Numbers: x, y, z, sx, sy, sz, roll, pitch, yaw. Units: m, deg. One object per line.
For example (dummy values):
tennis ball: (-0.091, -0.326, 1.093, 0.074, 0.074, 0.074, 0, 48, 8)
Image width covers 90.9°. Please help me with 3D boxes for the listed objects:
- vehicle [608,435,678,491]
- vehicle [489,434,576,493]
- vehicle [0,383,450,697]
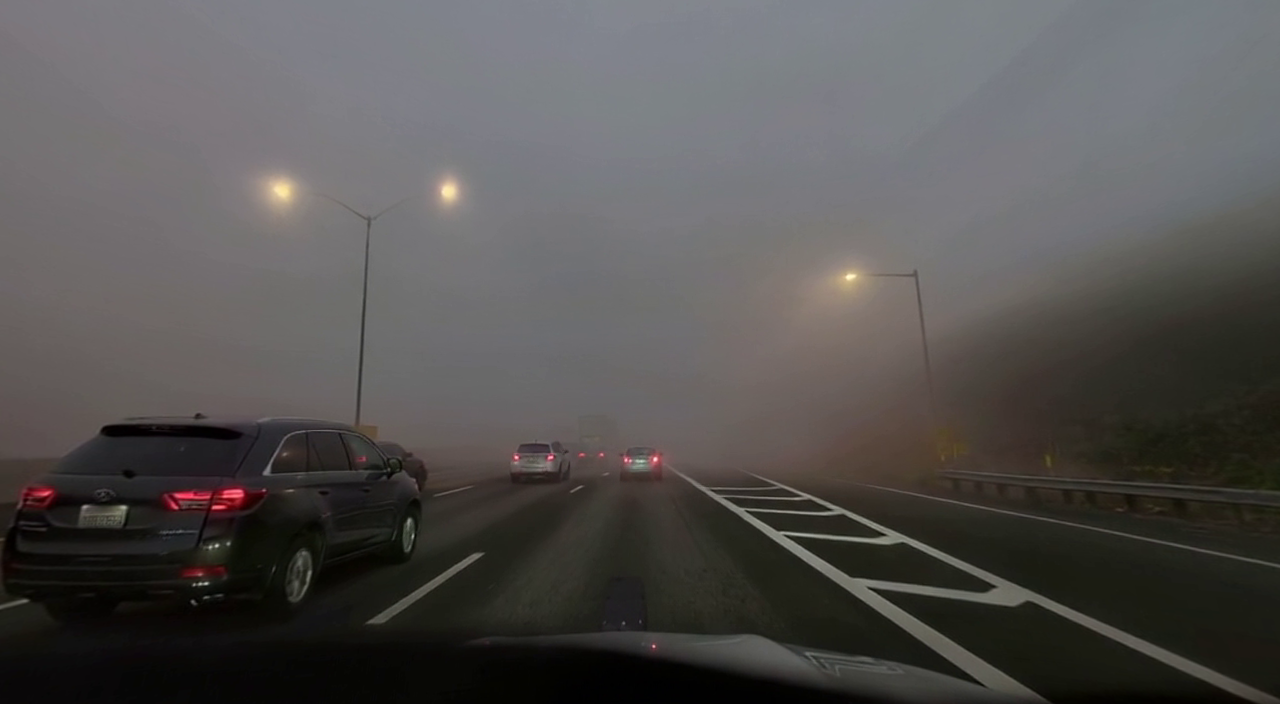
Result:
vehicle: (0.118, 3.762, 21.711, 2.180, 1.716, 3.920, 0, -8, 1)
vehicle: (-3.530, 3.758, 21.718, 2.125, 1.792, 4.466, 0, -8, 1)
vehicle: (-3.514, 1.343, 5.681, 2.209, 1.711, 4.296, 0, -8, 1)
